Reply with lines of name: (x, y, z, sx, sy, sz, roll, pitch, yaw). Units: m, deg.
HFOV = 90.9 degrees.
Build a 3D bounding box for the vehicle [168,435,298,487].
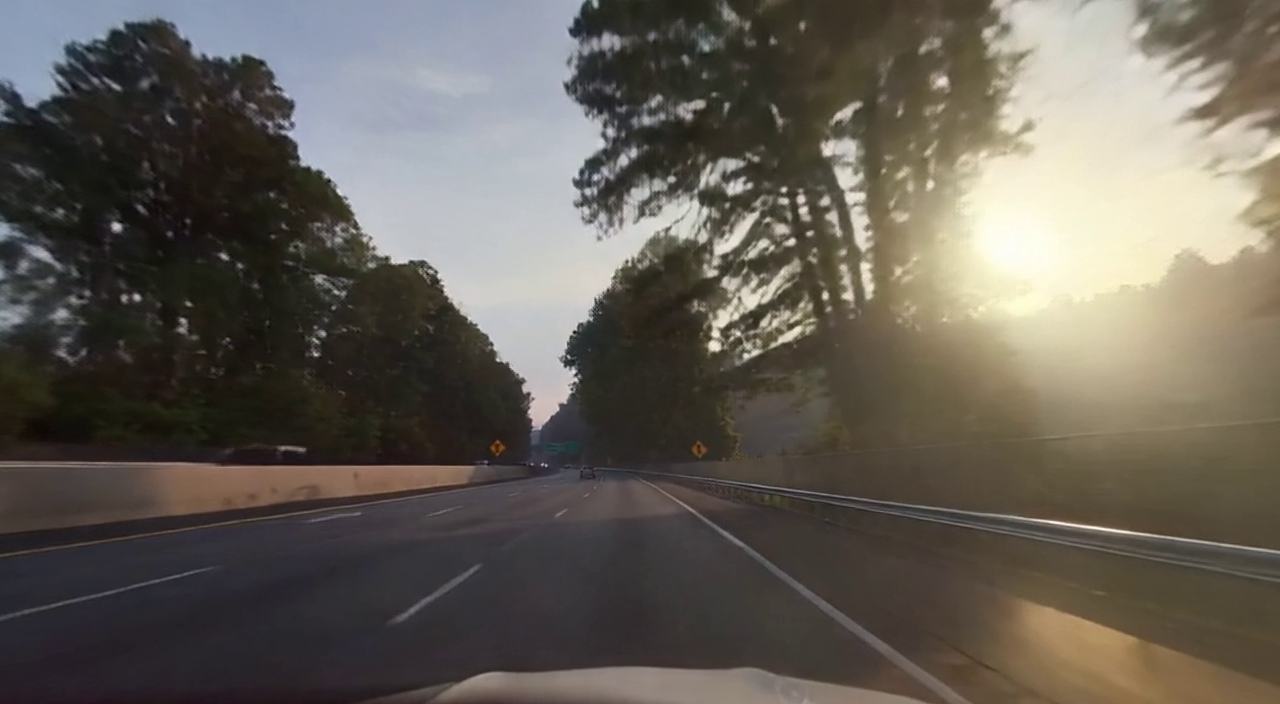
vehicle: (-16.680, 4.560, 26.219, 2.120, 1.902, 4.900, 1, -10, -1)
